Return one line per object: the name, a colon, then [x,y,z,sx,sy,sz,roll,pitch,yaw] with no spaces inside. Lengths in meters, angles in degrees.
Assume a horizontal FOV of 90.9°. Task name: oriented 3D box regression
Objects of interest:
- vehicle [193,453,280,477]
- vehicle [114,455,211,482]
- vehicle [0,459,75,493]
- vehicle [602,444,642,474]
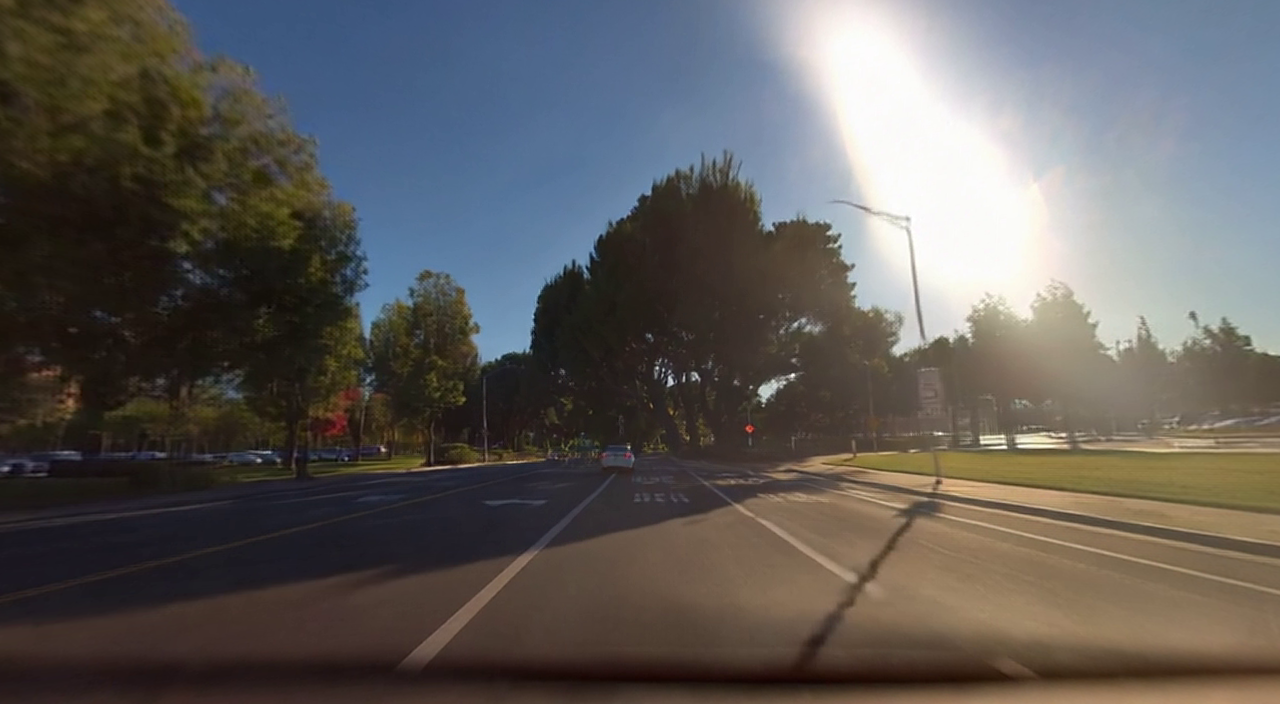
vehicle: [-30.389,8.513,47.622,4.923,1.697,2.209,0,-8,-4]
vehicle: [-30.328,7.403,40.180,4.455,1.566,2.029,0,-8,-2]
vehicle: [-30.080,5.892,30.014,4.333,1.448,2.097,-1,-8,2]
vehicle: [-0.905,5.663,33.683,1.978,1.499,3.915,-1,-8,1]
